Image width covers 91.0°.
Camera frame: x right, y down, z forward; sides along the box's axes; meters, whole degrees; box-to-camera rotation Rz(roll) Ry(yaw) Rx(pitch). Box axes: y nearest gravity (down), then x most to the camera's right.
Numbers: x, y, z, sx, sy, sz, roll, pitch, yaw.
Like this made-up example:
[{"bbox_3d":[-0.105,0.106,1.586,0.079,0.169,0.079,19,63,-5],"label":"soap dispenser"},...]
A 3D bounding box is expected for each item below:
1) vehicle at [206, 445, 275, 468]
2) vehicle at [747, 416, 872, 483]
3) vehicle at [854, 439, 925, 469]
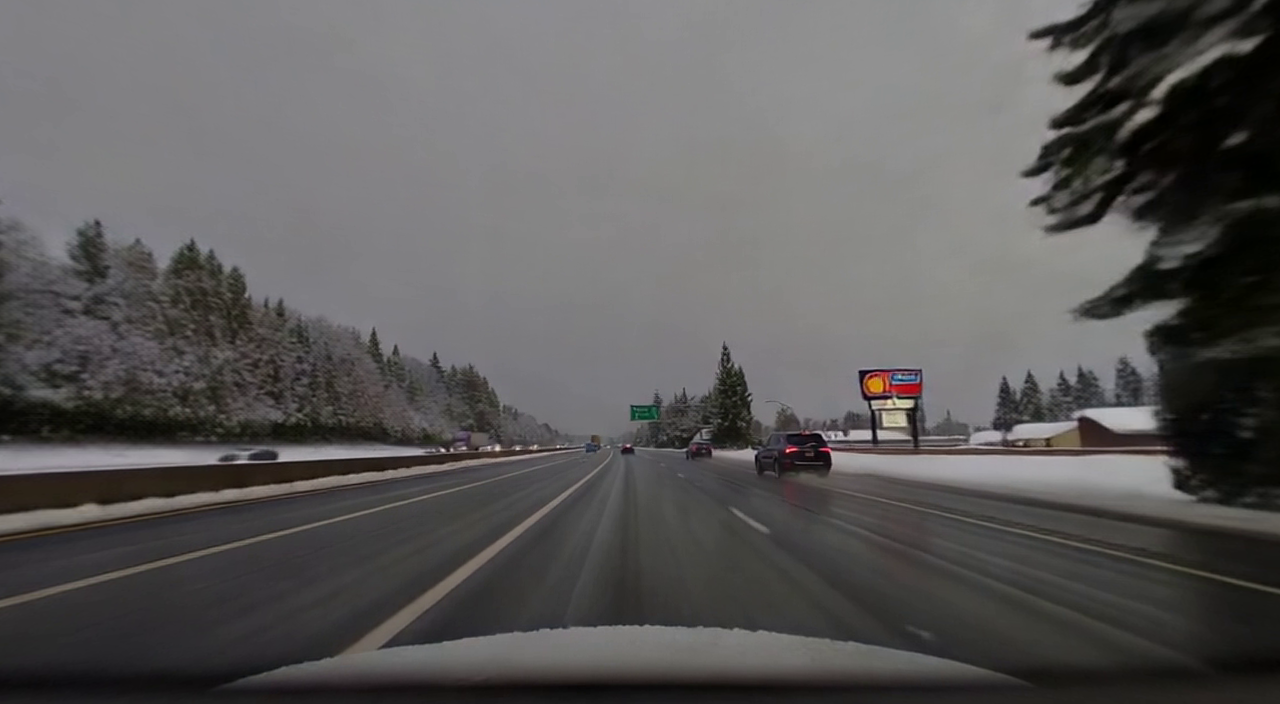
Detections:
[{"bbox_3d":[-28.662,7.486,45.298,1.987,1.600,4.662,0,-8,-1],"label":"vehicle"},{"bbox_3d":[6.707,4.042,26.388,2.779,2.339,8.073,0,-8,-2],"label":"vehicle"},{"bbox_3d":[14.127,5.796,35.904,2.072,1.611,4.387,0,-8,-2],"label":"vehicle"}]
